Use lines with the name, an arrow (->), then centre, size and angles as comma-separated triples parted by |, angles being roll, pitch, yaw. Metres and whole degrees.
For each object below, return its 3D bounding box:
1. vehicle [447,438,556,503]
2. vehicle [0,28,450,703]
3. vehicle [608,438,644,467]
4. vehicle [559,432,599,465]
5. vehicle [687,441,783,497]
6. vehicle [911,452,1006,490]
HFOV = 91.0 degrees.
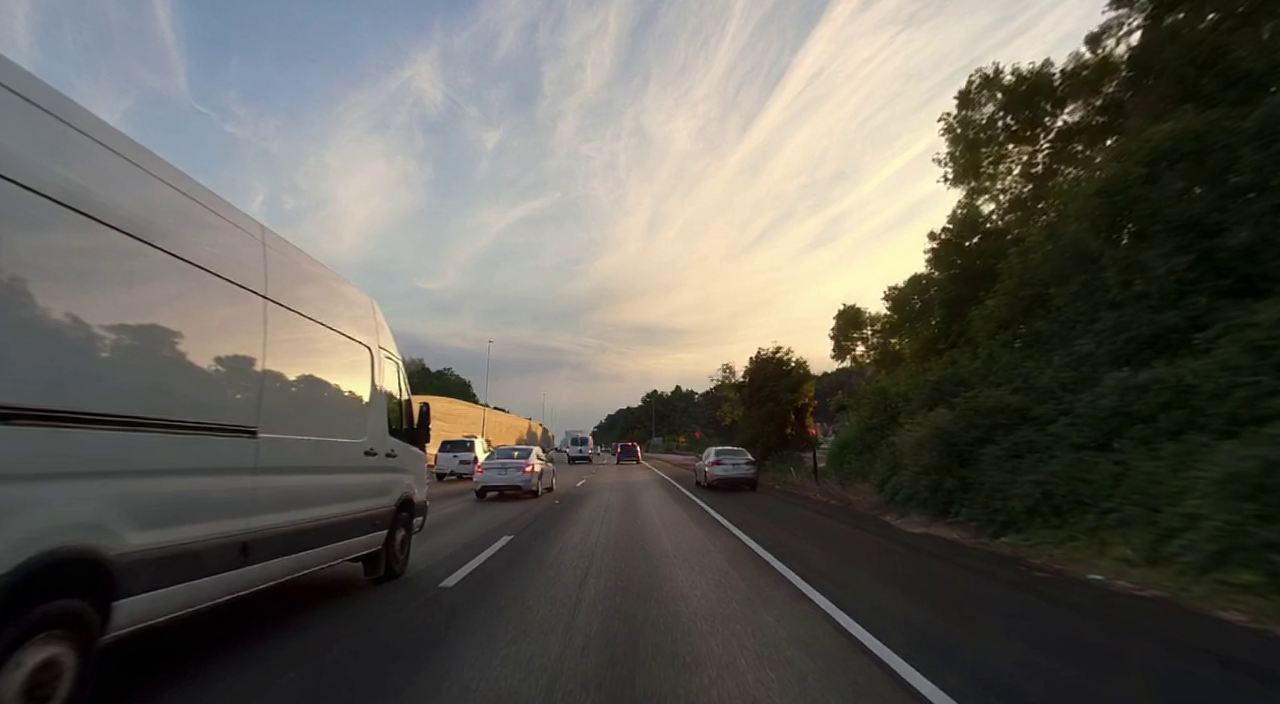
vehicle -> -3.515, 3.092, 16.857 | 1.963, 1.507, 4.172 | 0, -9, 0
vehicle -> -3.107, 0.504, 3.156 | 2.383, 2.543, 5.904 | 0, -9, 0
vehicle -> -0.937, 6.610, 41.480 | 2.207, 1.807, 4.199 | 0, -9, -1
vehicle -> -4.490, 7.194, 47.143 | 2.504, 2.276, 5.933 | 0, -9, -1
vehicle -> 2.762, 3.535, 19.470 | 2.127, 1.513, 4.501 | 0, -9, -2
vehicle -> 14.011, 5.239, 28.023 | 1.846, 1.471, 4.423 | 2, -9, -2
